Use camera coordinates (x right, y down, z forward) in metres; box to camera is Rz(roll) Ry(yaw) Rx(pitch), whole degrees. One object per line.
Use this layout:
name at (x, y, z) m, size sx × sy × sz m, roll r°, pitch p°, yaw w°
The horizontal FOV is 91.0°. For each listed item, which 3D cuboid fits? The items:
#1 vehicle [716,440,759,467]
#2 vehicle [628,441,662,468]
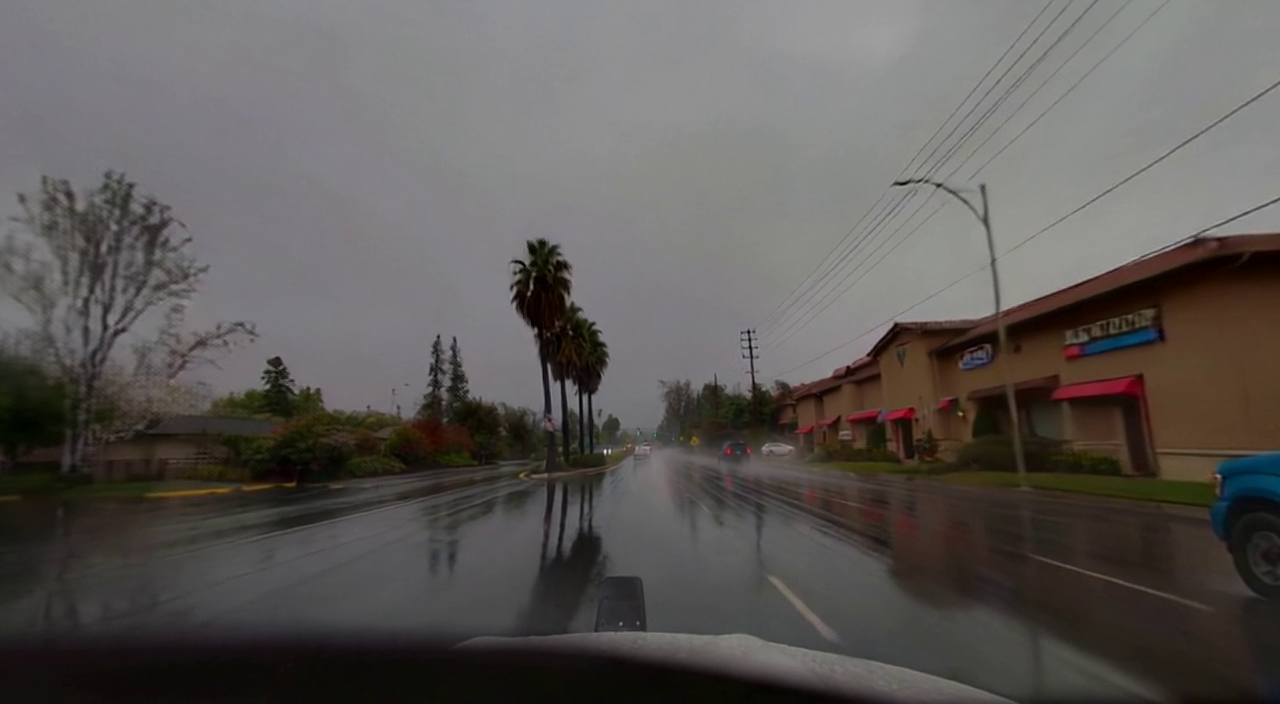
vehicle at (6.642, 6.980, 43.419) m, size 2.252 × 1.718 × 4.617 m, roll 0°, pitch -9°, yaw 0°
vehicle at (0.312, 6.821, 42.165) m, size 2.138 × 1.702 × 4.168 m, roll 0°, pitch -9°, yaw 0°
